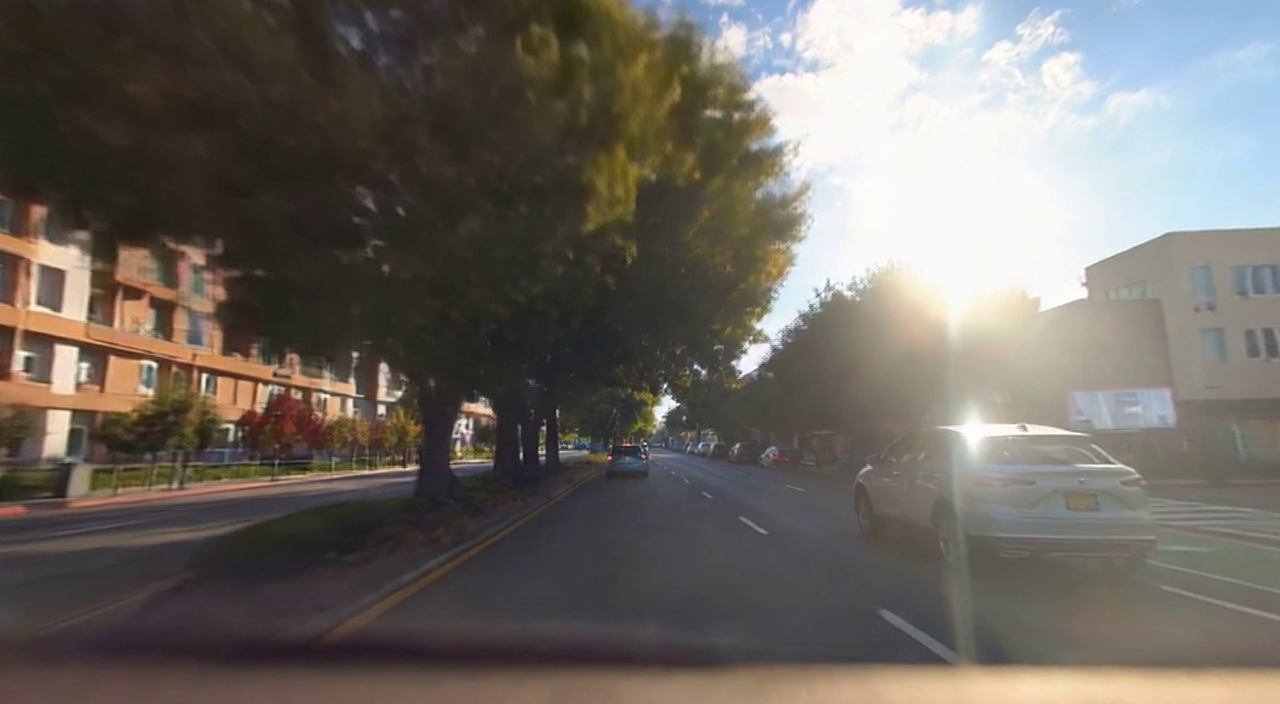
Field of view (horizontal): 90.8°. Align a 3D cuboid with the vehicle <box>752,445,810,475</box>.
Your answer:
[{"bbox_3d":[7.504,5.778,34.125,1.962,1.484,4.644,0,-9,-2],"label":"vehicle"}]

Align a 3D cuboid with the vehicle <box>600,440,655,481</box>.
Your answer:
[{"bbox_3d":[-0.440,4.247,24.911,2.006,1.487,3.535,0,-9,1],"label":"vehicle"}]

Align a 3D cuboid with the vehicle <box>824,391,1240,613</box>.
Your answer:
[{"bbox_3d":[3.669,1.470,7.022,1.949,1.723,4.020,0,-9,-1],"label":"vehicle"}]

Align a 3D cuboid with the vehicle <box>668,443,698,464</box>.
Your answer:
[{"bbox_3d":[3.263,7.810,48.713,1.910,1.474,4.003,0,-9,-2],"label":"vehicle"}]
